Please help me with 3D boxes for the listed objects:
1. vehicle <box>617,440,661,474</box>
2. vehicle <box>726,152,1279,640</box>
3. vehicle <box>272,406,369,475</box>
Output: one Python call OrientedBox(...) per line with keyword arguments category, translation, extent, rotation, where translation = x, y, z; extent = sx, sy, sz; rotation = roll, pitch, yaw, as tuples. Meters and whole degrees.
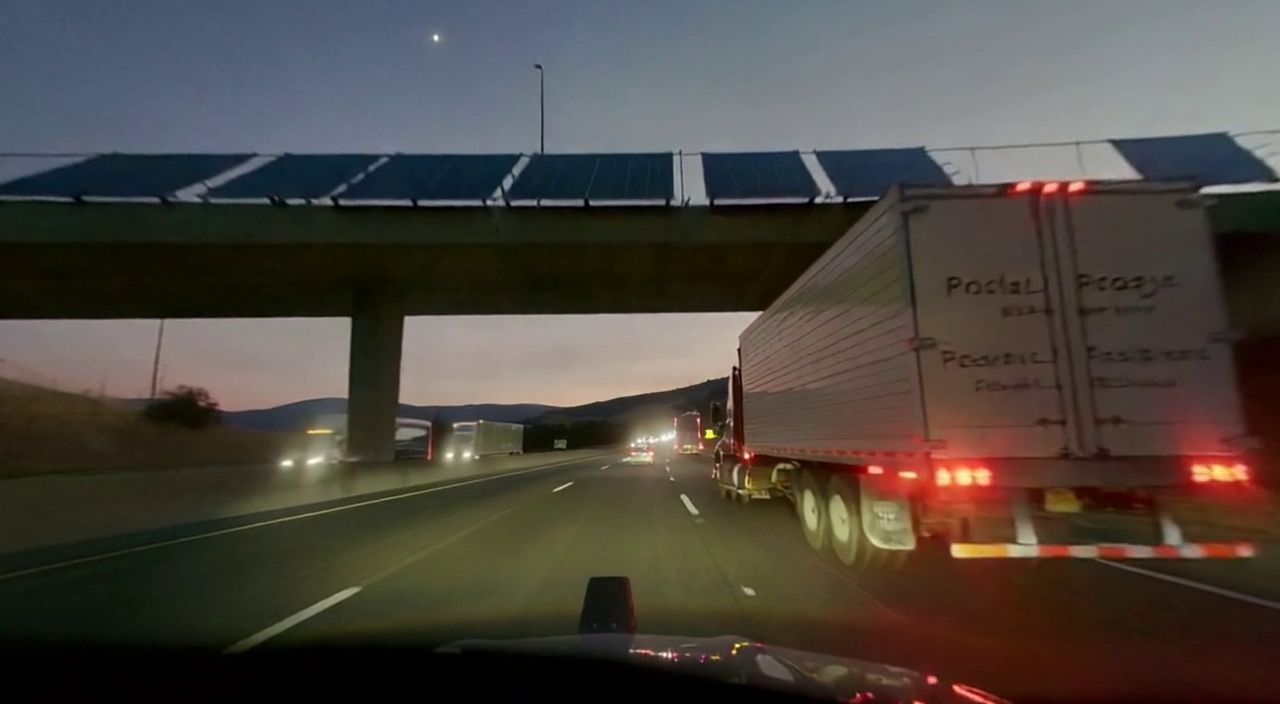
OrientedBox(category="vehicle", translation=(-0.035, 5.307, 32.064), extent=(2.066, 1.581, 4.268), rotation=(-1, -8, 0))
OrientedBox(category="vehicle", translation=(3.593, 0.937, 9.660), extent=(2.967, 3.633, 10.015), rotation=(0, -8, -1))
OrientedBox(category="vehicle", translation=(-20.239, 5.664, 40.310), extent=(2.955, 4.012, 5.867), rotation=(-1, -8, 1))
